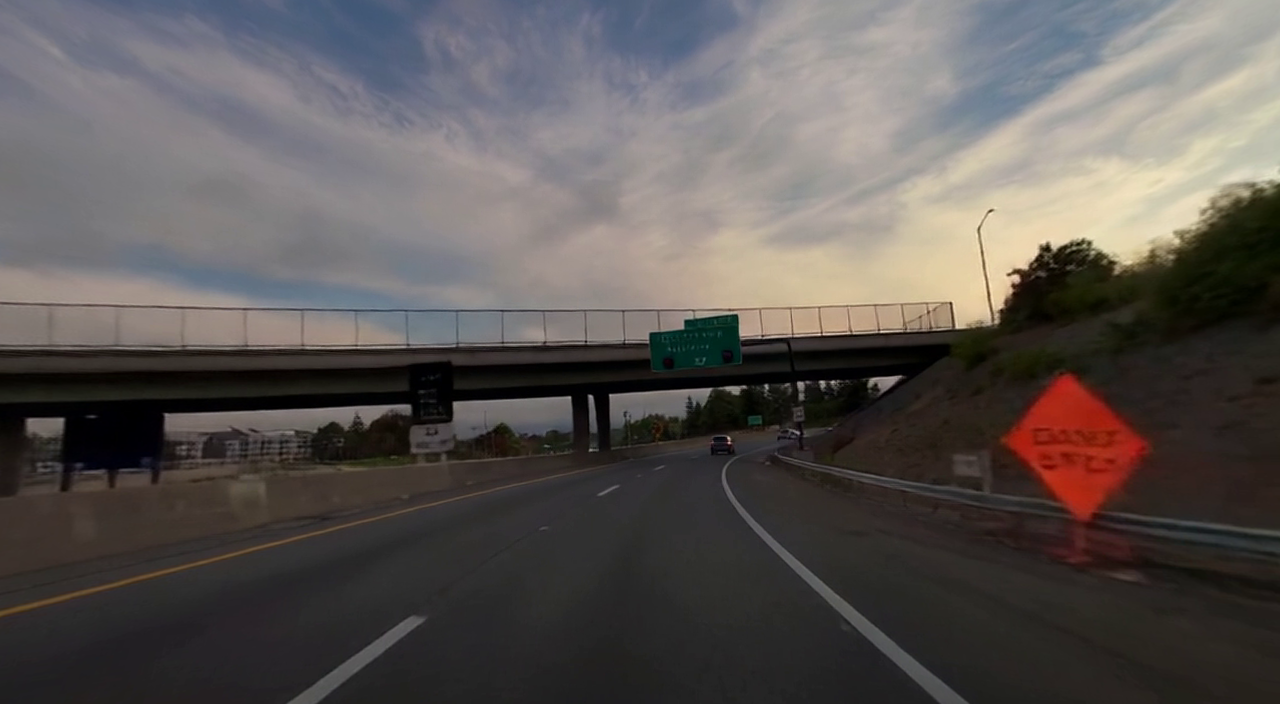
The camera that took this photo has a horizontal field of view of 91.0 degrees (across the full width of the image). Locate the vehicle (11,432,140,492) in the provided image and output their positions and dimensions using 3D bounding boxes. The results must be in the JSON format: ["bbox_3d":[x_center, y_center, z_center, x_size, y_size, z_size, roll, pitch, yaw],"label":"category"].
[{"bbox_3d":[-31.744,6.187,35.745,3.208,3.081,4.948,2,-9,-13],"label":"vehicle"}]
